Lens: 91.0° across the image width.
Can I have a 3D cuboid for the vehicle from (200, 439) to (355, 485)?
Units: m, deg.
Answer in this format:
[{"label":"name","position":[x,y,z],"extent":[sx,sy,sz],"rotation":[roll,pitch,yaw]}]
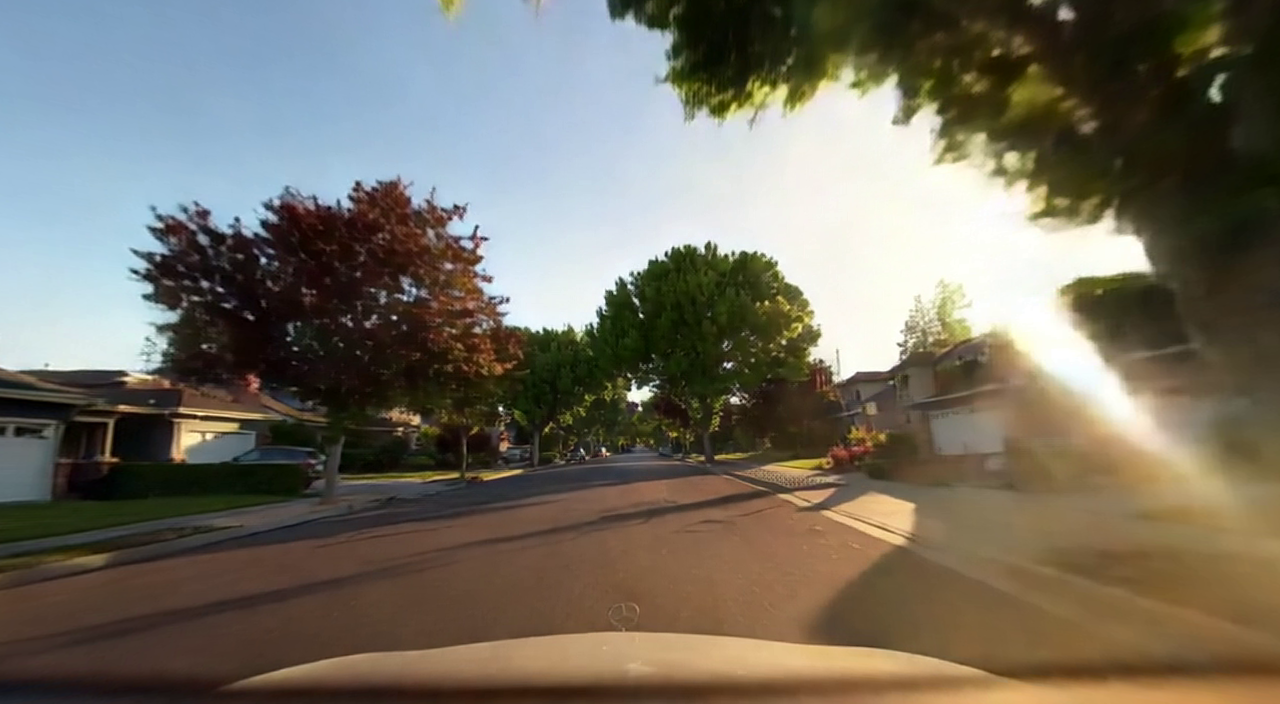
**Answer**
[{"label":"vehicle","position":[-13.983,4.273,24.476],"extent":[4.850,1.676,1.920],"rotation":[-1,-9,3]}]
